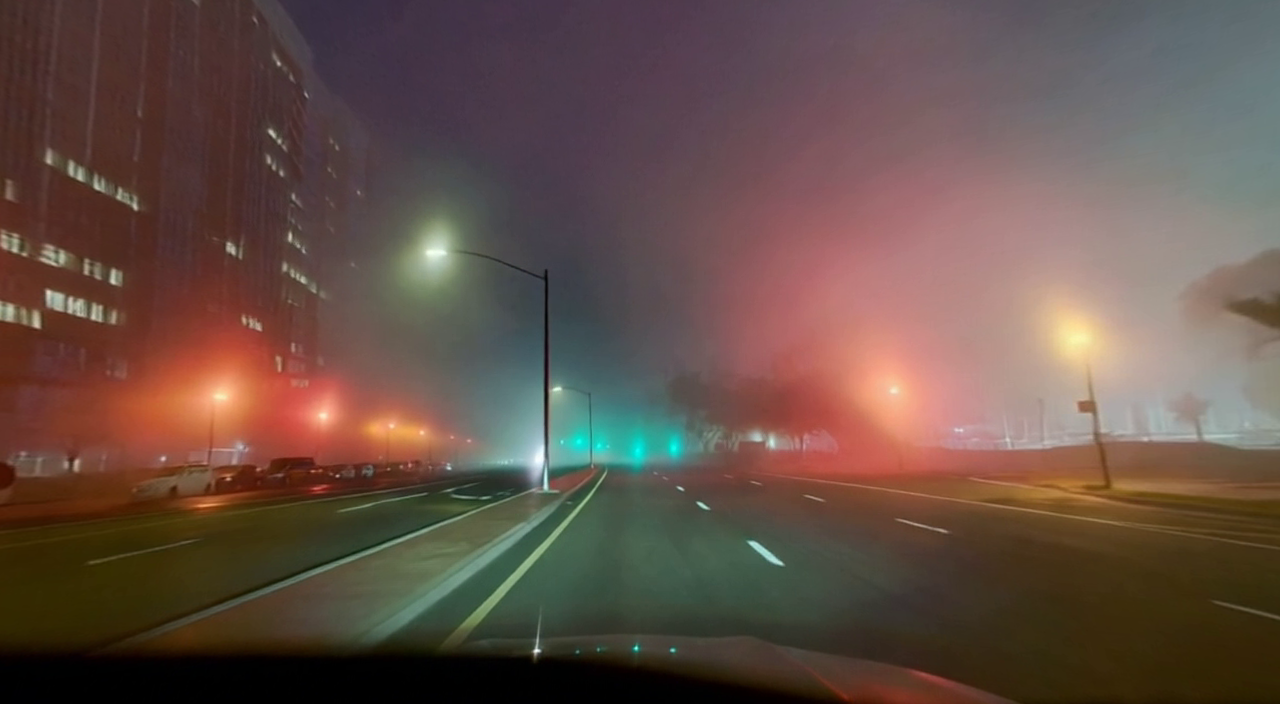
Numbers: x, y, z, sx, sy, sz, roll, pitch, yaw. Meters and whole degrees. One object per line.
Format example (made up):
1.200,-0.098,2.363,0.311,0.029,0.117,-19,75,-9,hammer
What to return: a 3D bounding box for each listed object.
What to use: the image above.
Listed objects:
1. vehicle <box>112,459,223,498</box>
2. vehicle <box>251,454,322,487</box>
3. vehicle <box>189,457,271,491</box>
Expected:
-25.416,6.787,34.294,2.099,1.814,5.092,0,-8,-1,vehicle
-25.789,8.602,46.307,2.291,2.040,5.186,-3,-8,-1,vehicle
-25.811,7.682,40.056,2.136,1.843,5.019,0,-8,-5,vehicle
